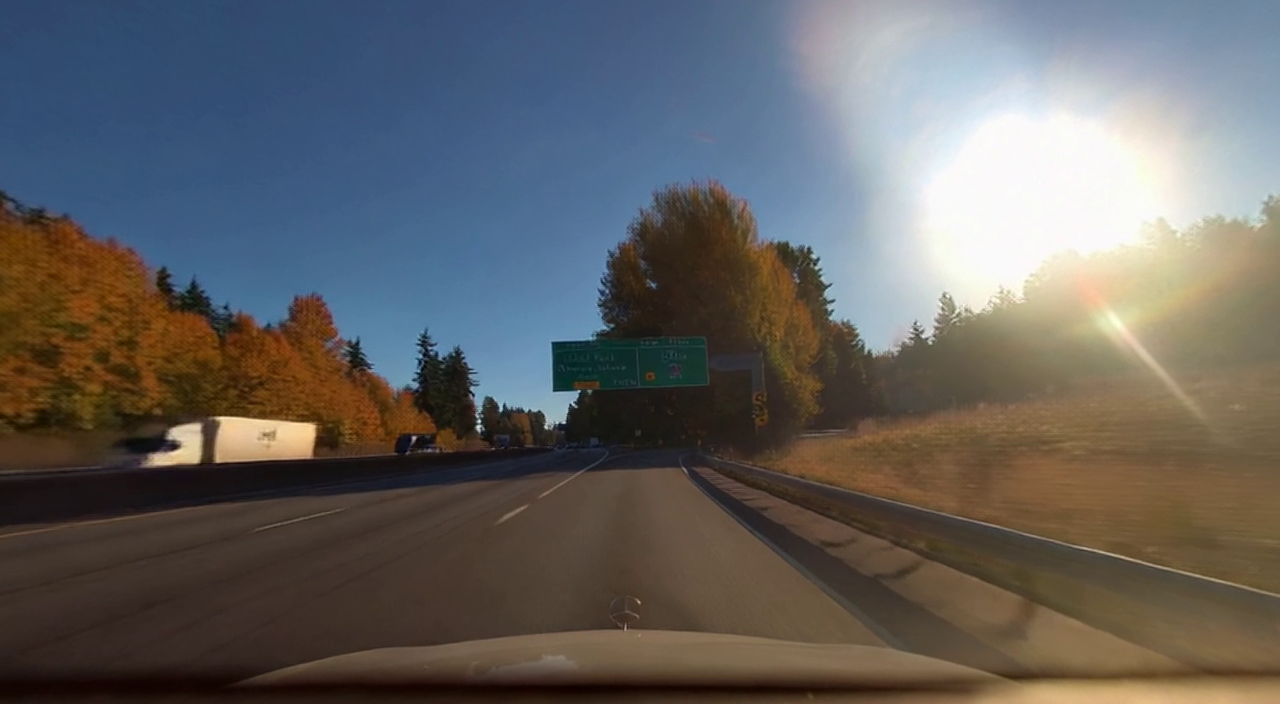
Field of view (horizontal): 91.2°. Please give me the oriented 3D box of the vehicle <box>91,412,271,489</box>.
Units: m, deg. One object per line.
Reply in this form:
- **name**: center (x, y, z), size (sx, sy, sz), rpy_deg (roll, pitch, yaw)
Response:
- **vehicle**: center (-16.690, 3.642, 23.388), size (2.414, 2.495, 5.613), rpy_deg (0, -9, 0)
